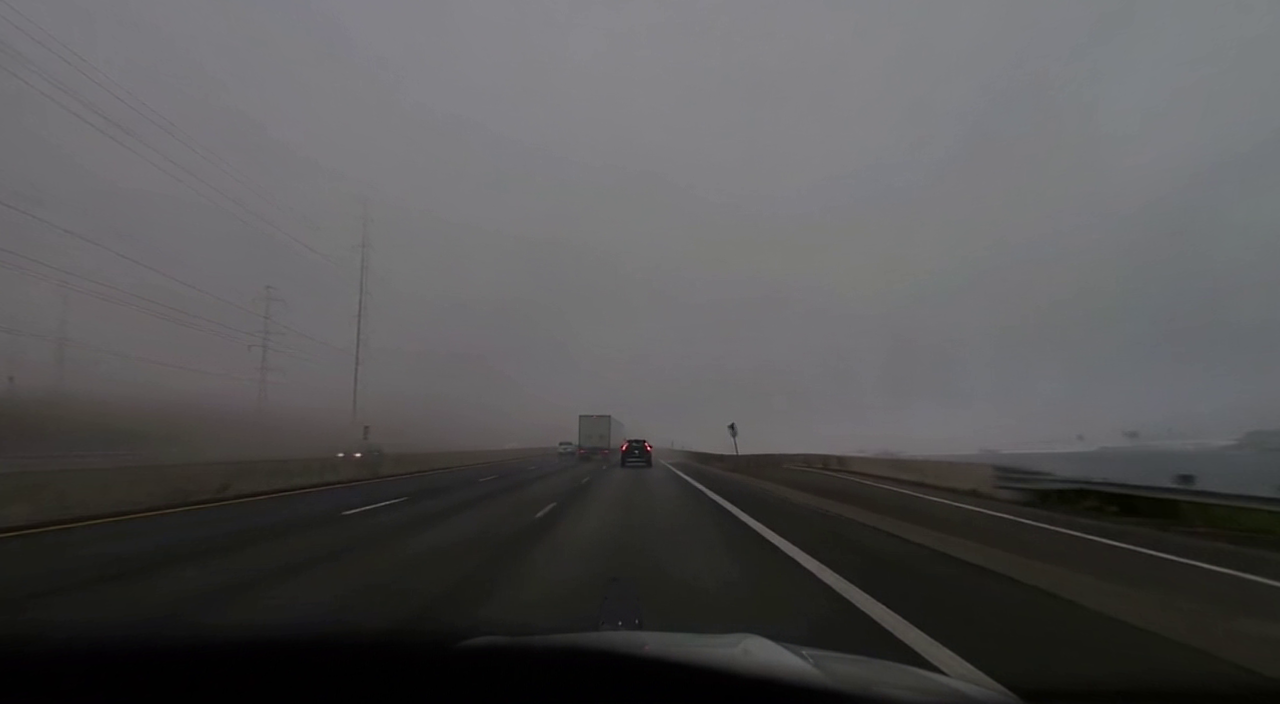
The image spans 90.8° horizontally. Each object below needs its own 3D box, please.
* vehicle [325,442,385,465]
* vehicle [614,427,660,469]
[{"bbox_3d":[-19.488,6.971,43.402,1.991,1.480,4.777,0,-8,-1],"label":"vehicle"},{"bbox_3d":[-0.157,5.305,34.861,2.358,2.144,4.713,0,-8,0],"label":"vehicle"}]
